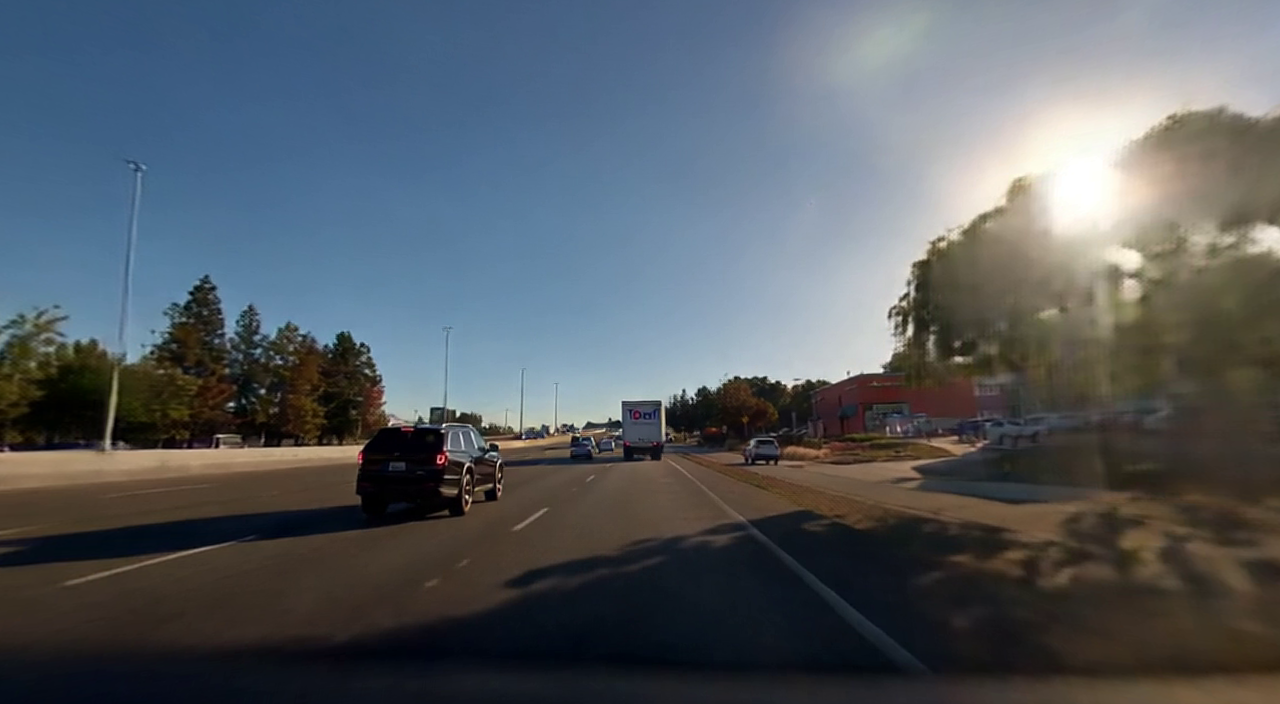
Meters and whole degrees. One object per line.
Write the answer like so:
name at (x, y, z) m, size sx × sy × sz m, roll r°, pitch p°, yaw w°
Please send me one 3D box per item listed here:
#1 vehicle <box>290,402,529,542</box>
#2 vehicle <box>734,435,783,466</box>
vehicle at (-3.471, 1.942, 10.772) m, size 2.178 × 1.826 × 4.933 m, roll 0°, pitch -9°, yaw 0°
vehicle at (6.816, 5.729, 36.566) m, size 1.958 × 1.681 × 4.109 m, roll 0°, pitch -9°, yaw -1°
